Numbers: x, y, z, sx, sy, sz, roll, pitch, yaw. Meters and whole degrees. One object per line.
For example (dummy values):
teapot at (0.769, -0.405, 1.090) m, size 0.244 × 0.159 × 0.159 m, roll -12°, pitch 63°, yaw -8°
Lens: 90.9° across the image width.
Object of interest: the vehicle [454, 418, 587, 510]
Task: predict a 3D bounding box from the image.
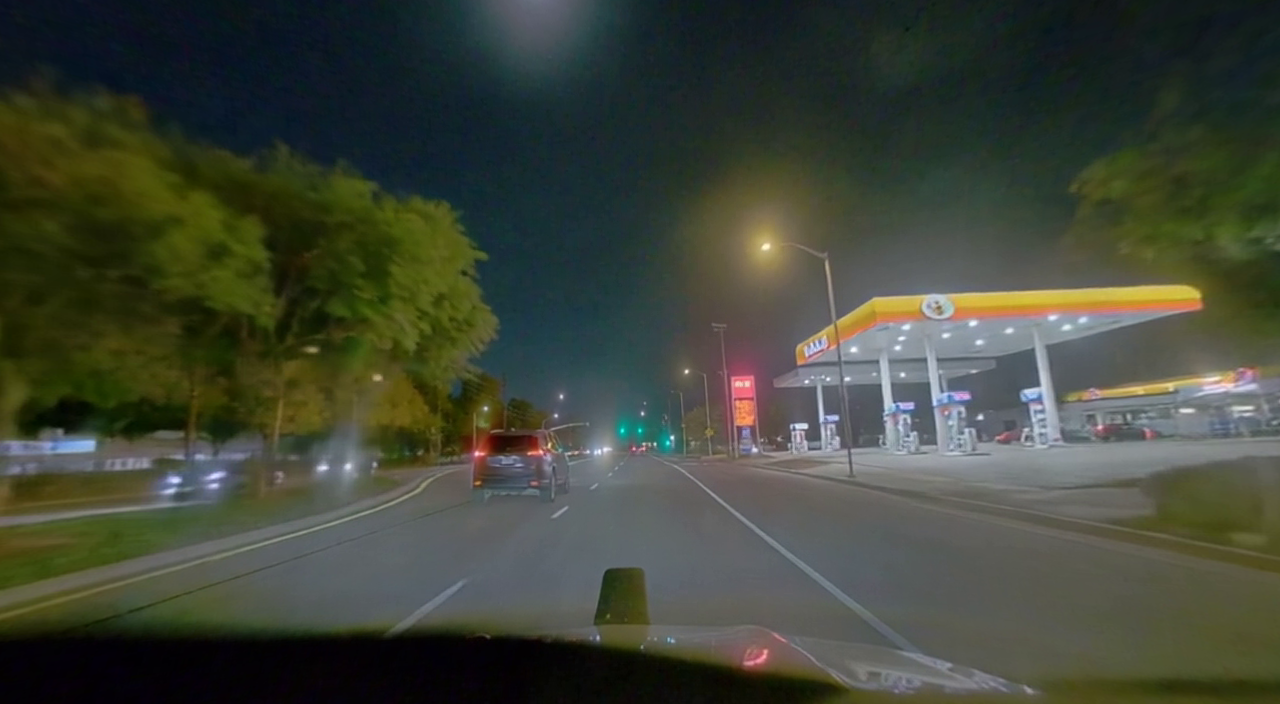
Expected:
vehicle at (-2.639, 2.621, 15.238) m, size 2.190 × 1.844 × 4.751 m, roll 0°, pitch -8°, yaw 1°

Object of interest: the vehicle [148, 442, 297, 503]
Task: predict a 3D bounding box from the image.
vehicle at (-13.098, 3.760, 20.152) m, size 1.825 × 1.705 × 4.234 m, roll 0°, pitch -8°, yaw 0°
